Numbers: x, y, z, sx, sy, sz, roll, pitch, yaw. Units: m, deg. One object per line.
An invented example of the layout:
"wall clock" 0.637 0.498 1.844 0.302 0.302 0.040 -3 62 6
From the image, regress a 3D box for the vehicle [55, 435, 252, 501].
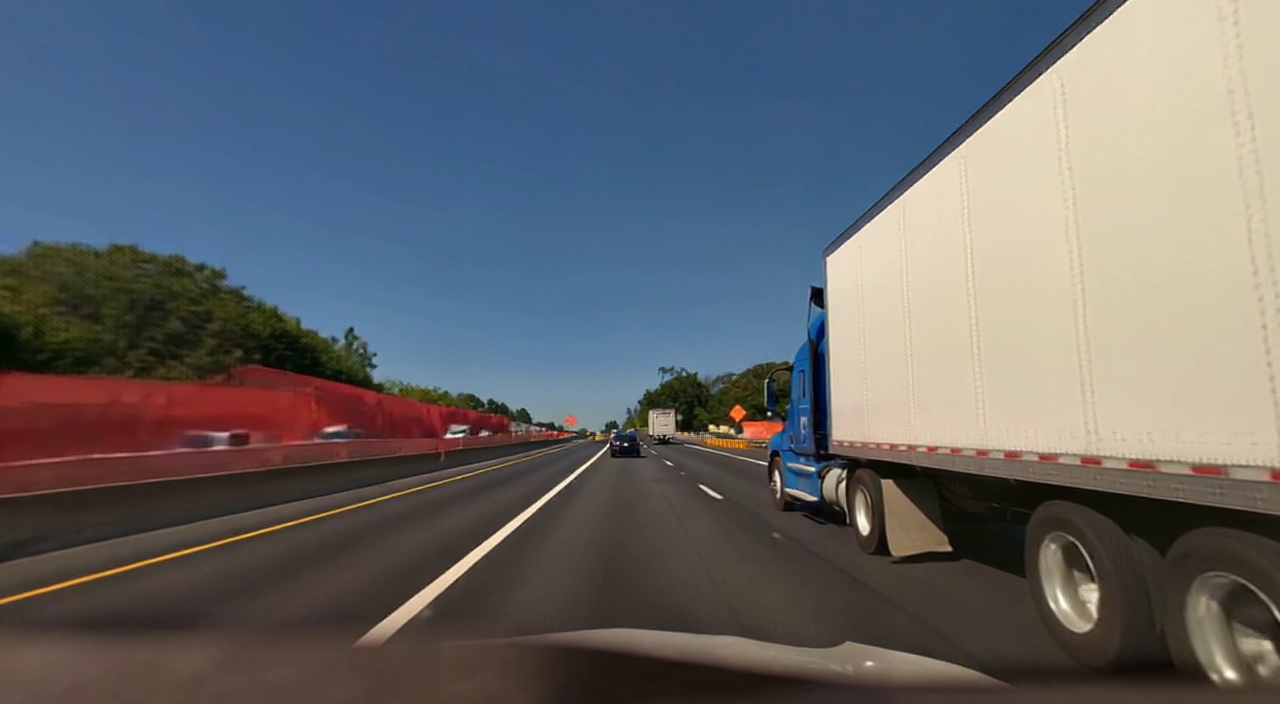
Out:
"vehicle" -11.950 2.809 15.879 1.900 1.433 3.881 0 -8 -2

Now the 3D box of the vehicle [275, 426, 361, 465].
"vehicle" -15.367 4.481 30.345 1.926 1.703 4.276 0 -8 -1

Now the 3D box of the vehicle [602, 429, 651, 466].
"vehicle" -0.571 4.083 27.220 1.929 1.469 3.677 0 -8 -1

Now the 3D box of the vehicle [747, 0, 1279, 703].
"vehicle" 3.541 0.223 5.802 2.919 3.634 10.888 0 -8 -2
